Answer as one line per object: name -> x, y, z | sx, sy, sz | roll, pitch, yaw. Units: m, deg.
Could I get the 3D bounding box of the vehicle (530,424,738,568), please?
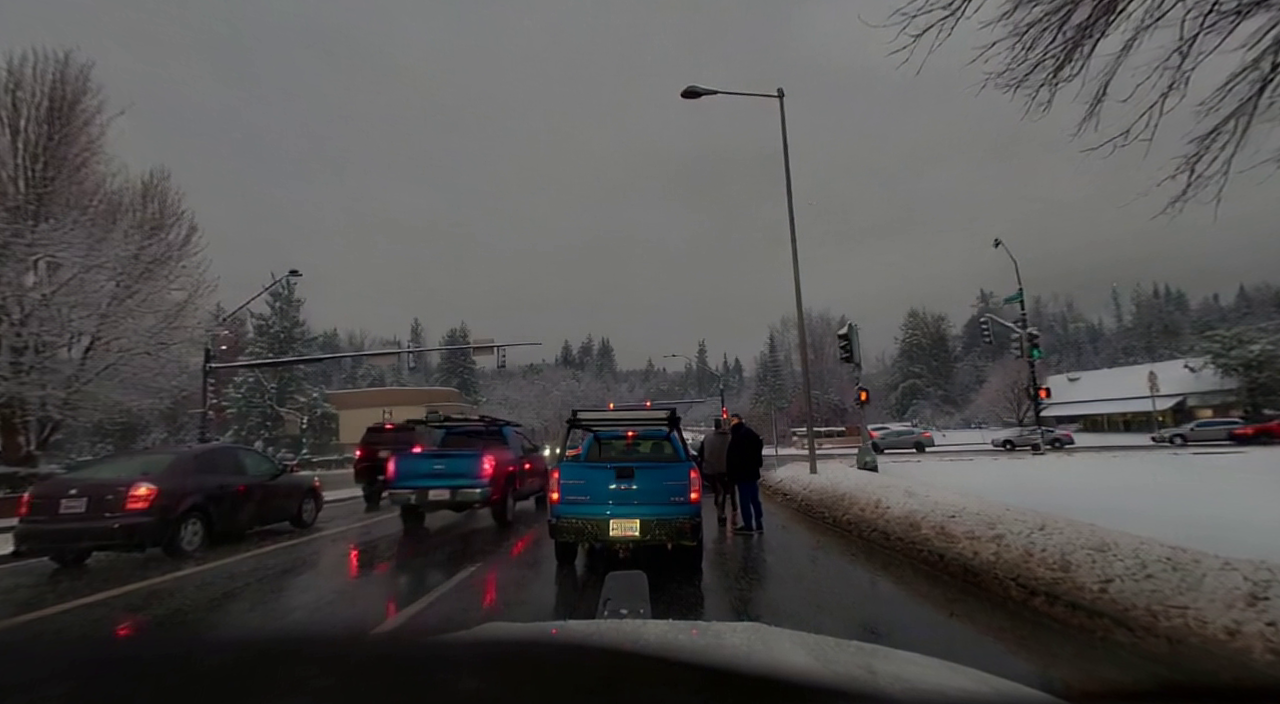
vehicle -> -0.043, 1.829, 8.752 | 2.182, 1.501, 4.150 | 0, -9, 1

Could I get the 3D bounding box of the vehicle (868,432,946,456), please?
vehicle -> 17.504, 6.064, 41.255 | 4.441, 1.452, 1.798 | -5, -10, 30

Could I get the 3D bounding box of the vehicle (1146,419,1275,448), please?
vehicle -> 30.566, 4.431, 33.862 | 4.739, 1.472, 1.804 | -5, -10, 29

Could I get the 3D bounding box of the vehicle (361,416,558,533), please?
vehicle -> -3.190, 2.308, 12.482 | 2.223, 1.826, 4.990 | 0, -9, 3

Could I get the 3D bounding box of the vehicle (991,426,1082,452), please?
vehicle -> 23.802, 5.265, 37.836 | 4.454, 1.440, 1.816 | -5, -10, 30

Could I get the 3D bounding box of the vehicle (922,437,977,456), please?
vehicle -> 24.583, 7.545, 49.915 | 3.662, 1.442, 1.787 | -6, -10, 33

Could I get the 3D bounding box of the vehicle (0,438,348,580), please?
vehicle -> -6.321, 2.054, 9.108 | 1.948, 1.530, 4.283 | 0, -9, 3
